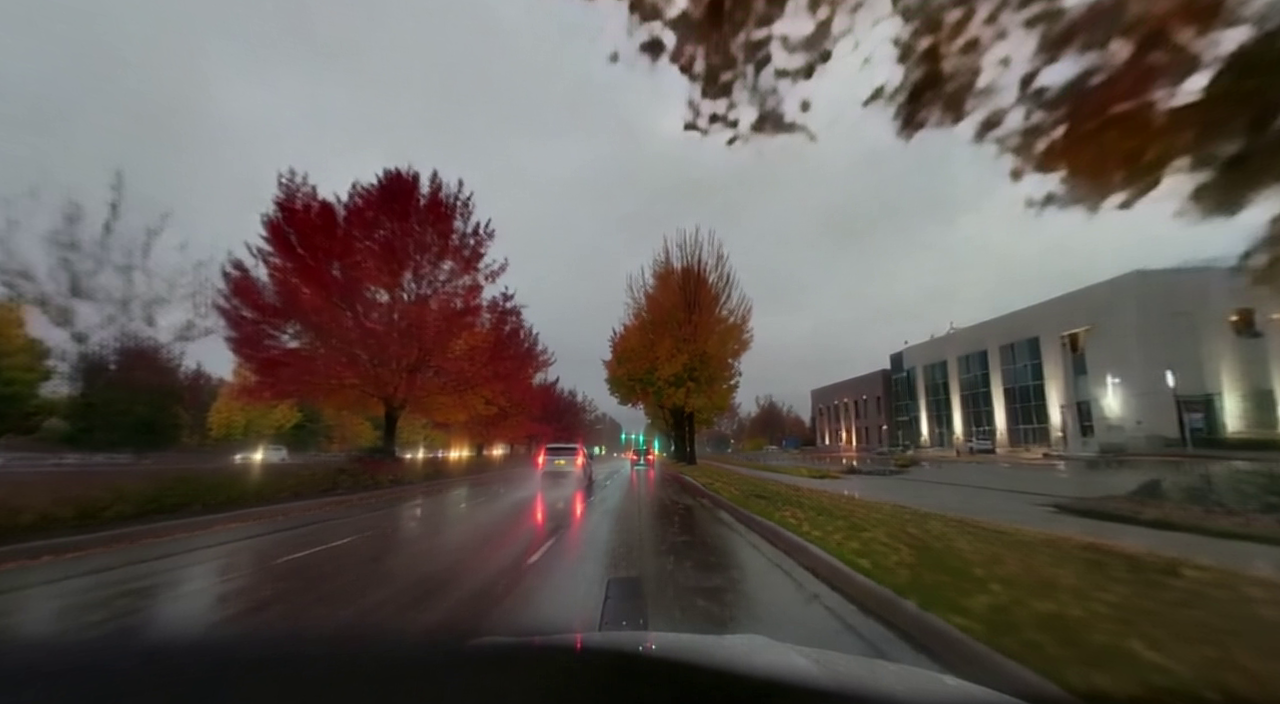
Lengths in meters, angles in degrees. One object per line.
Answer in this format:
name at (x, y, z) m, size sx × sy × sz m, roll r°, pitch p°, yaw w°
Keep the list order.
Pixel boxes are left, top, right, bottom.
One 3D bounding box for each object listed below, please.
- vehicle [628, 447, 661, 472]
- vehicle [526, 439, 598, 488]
vehicle at (0.256, 6.814, 40.153) m, size 2.040 × 1.493 × 3.682 m, roll 1°, pitch -8°, yaw -1°
vehicle at (-2.946, 4.304, 24.682) m, size 2.197 × 1.709 × 4.069 m, roll 0°, pitch -8°, yaw 2°
